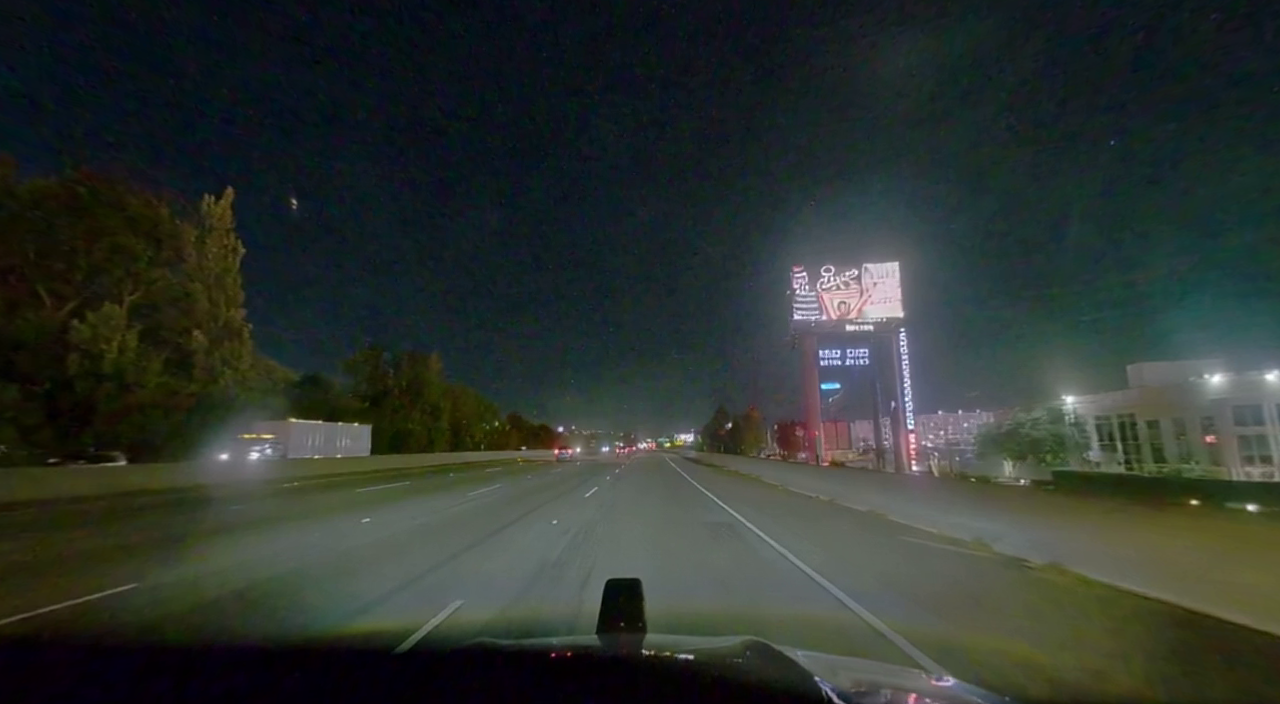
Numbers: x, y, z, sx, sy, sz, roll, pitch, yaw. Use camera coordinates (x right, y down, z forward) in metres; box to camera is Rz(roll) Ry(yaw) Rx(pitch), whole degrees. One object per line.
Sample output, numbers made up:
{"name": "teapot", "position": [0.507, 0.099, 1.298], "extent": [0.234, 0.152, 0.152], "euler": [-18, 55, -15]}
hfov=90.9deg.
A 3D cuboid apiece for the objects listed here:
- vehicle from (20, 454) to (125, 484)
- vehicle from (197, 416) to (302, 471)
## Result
{"name": "vehicle", "position": [-31.754, 6.541, 35.494], "extent": [1.916, 1.476, 4.229], "euler": [0, -8, 0]}
{"name": "vehicle", "position": [-28.023, 6.652, 45.725], "extent": [3.018, 3.658, 6.782], "euler": [0, -8, 1]}
